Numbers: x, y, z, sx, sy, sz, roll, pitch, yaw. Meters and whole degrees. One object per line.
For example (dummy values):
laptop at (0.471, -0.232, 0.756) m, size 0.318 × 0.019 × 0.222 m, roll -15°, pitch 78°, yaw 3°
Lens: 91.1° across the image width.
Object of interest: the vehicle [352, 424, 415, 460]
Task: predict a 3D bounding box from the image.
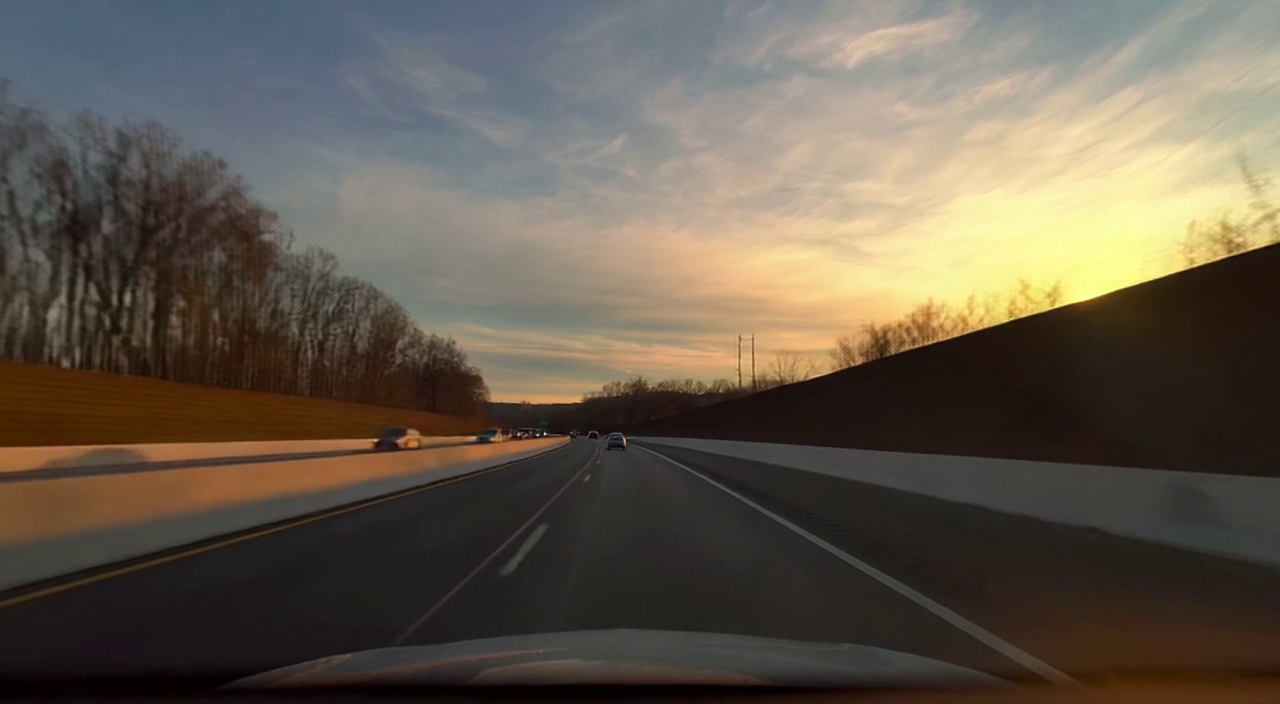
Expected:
vehicle at (-15.365, 5.427, 37.978) m, size 1.899 × 1.991 × 4.610 m, roll 0°, pitch -8°, yaw -1°
